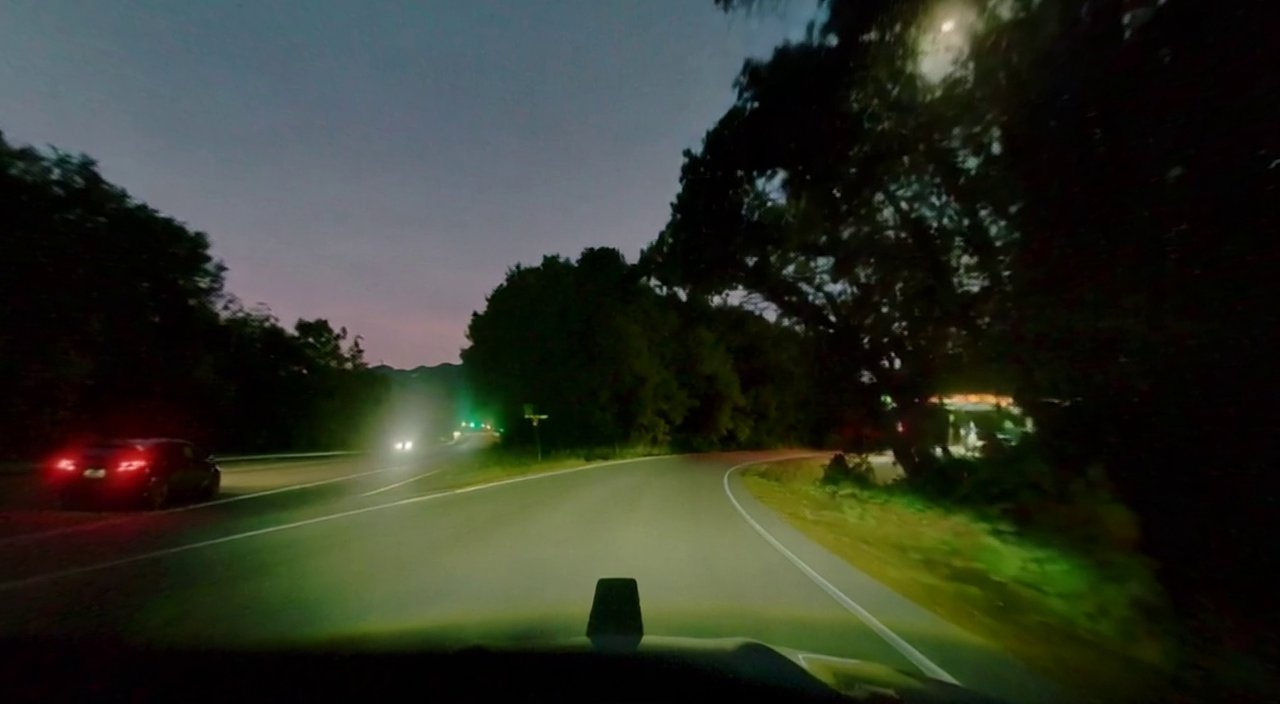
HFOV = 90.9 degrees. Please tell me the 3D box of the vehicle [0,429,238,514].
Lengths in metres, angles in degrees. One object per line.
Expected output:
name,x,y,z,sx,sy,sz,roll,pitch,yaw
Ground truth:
vehicle,-11.189,2.547,13.967,2.015,1.517,4.991,1,-9,-10
